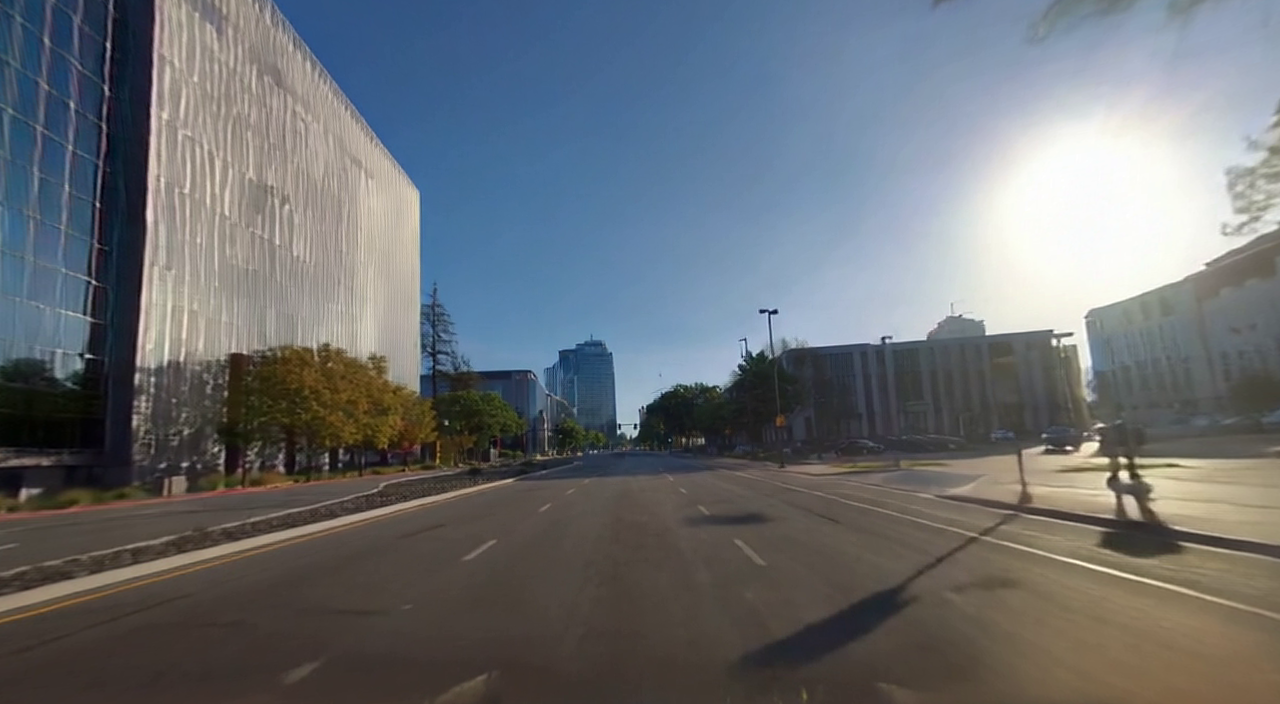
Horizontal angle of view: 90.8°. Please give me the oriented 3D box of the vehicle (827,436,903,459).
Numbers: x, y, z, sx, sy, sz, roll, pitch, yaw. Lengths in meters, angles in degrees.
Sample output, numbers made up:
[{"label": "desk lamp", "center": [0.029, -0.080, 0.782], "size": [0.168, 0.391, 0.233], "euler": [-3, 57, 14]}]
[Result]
[{"label": "vehicle", "center": [17.243, 7.356, 48.566], "size": [4.938, 1.729, 2.098], "euler": [0, -9, -4]}]

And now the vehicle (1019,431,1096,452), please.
[{"label": "vehicle", "center": [30.167, 6.466, 45.749], "size": [4.324, 1.472, 1.711], "euler": [0, -8, -1]}]
